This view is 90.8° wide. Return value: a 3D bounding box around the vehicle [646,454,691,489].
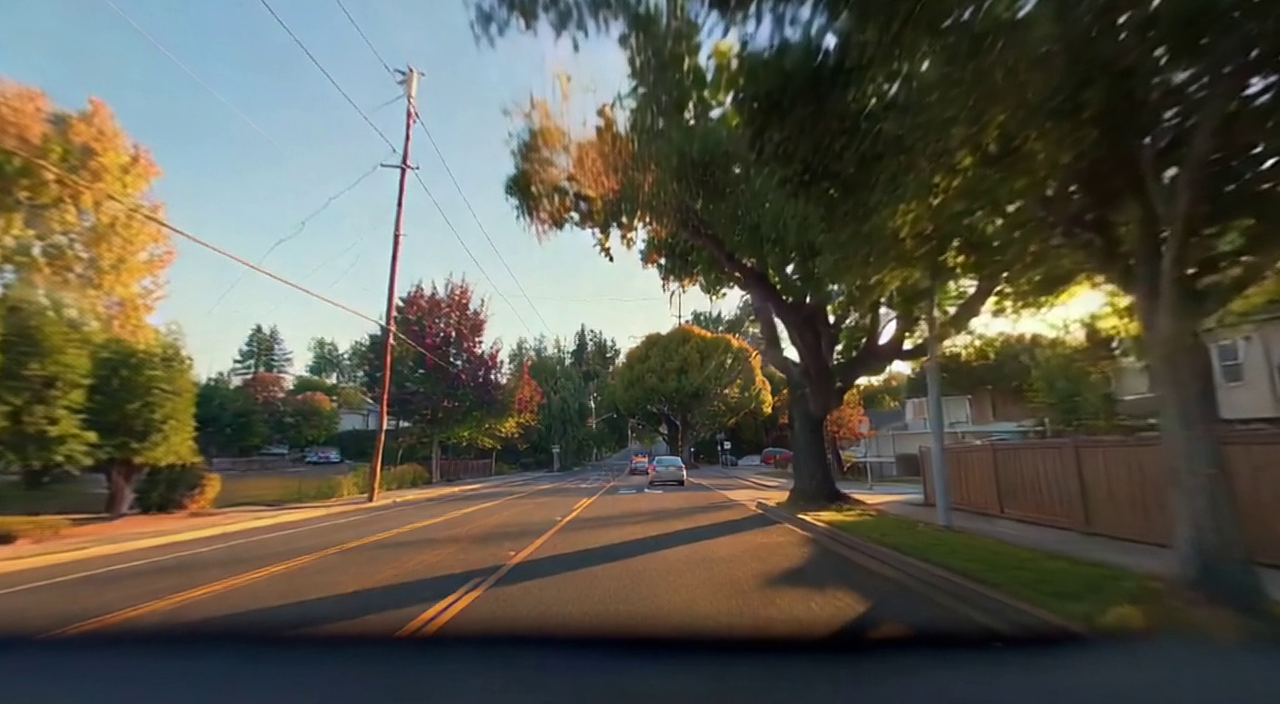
[{"bbox_3d":[1.296,5.661,30.196,1.975,1.497,3.647,0,-9,1],"label":"vehicle"}]
